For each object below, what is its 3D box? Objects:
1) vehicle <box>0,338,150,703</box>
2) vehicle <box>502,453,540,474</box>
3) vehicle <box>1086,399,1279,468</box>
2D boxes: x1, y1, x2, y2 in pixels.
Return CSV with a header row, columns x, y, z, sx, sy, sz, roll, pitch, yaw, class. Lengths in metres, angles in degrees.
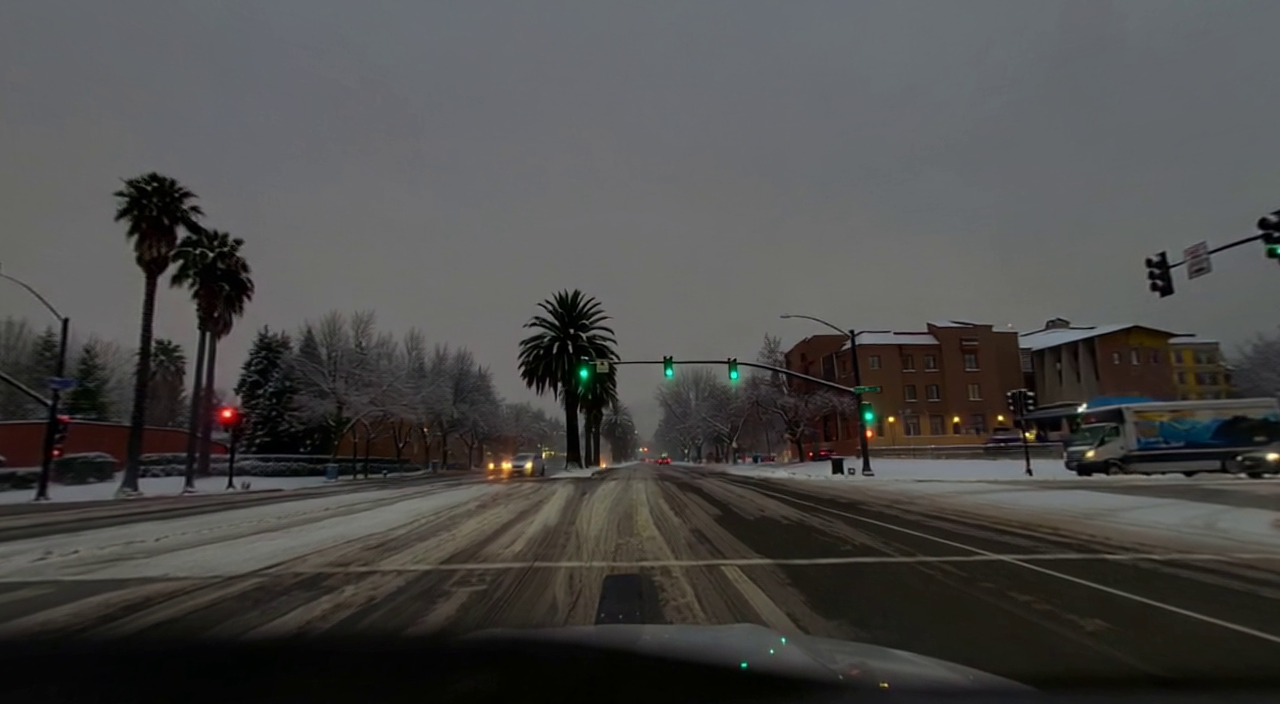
x,y,z,sx,sy,sz,roll,pitch,yaw,class
-3.390,0.547,0.641,2.026,1.723,4.832,0,-9,-2,vehicle
-9.147,8.623,48.985,2.095,1.482,4.523,0,-9,0,vehicle
32.565,5.026,38.406,2.863,3.609,10.252,0,-9,-3,vehicle
